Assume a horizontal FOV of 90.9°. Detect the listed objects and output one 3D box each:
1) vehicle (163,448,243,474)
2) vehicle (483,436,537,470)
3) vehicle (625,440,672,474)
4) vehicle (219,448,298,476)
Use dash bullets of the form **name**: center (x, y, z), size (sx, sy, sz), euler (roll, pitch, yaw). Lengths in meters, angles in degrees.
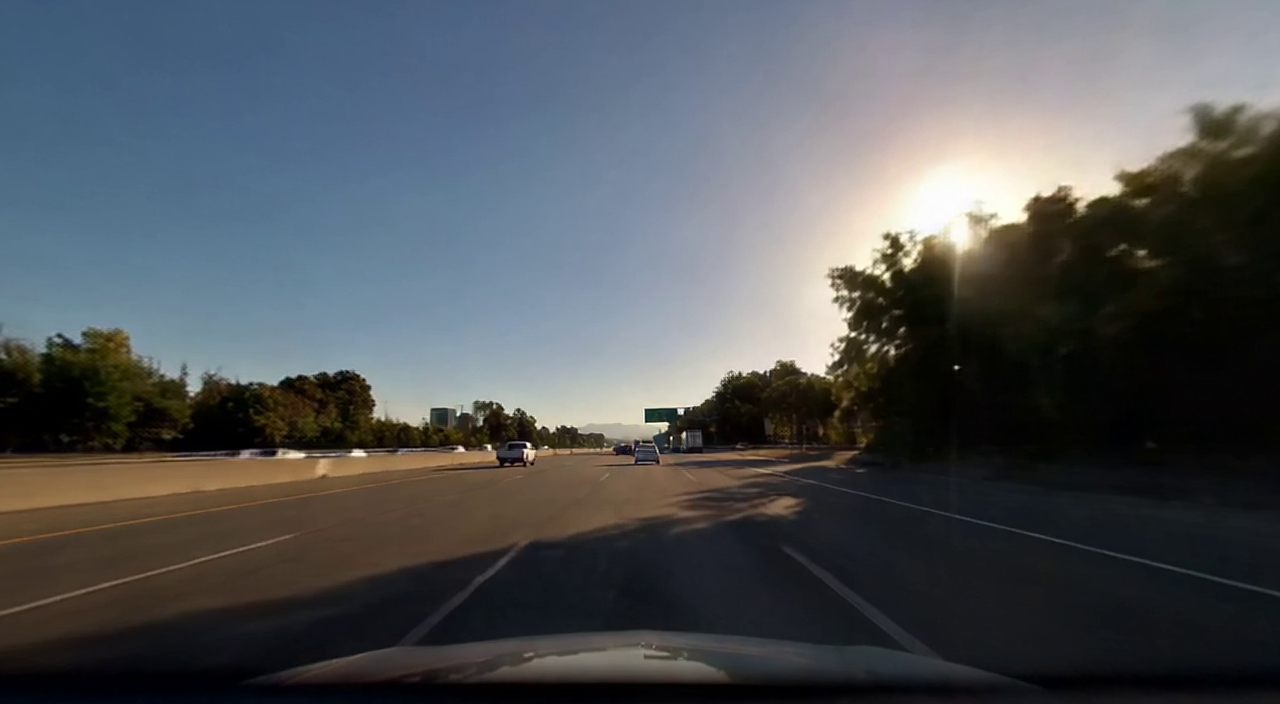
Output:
- **vehicle**: center (-28.729, 7.154, 41.677), size (1.947, 1.564, 4.628), euler (0, -8, 1)
- **vehicle**: center (-7.406, 5.785, 36.363), size (2.093, 1.789, 4.399), euler (0, -8, 1)
- **vehicle**: center (0.360, 5.068, 30.692), size (2.112, 1.482, 4.082), euler (0, -8, 0)
- **vehicle**: center (-21.448, 6.194, 35.689), size (1.836, 1.469, 4.067), euler (0, -8, 1)
